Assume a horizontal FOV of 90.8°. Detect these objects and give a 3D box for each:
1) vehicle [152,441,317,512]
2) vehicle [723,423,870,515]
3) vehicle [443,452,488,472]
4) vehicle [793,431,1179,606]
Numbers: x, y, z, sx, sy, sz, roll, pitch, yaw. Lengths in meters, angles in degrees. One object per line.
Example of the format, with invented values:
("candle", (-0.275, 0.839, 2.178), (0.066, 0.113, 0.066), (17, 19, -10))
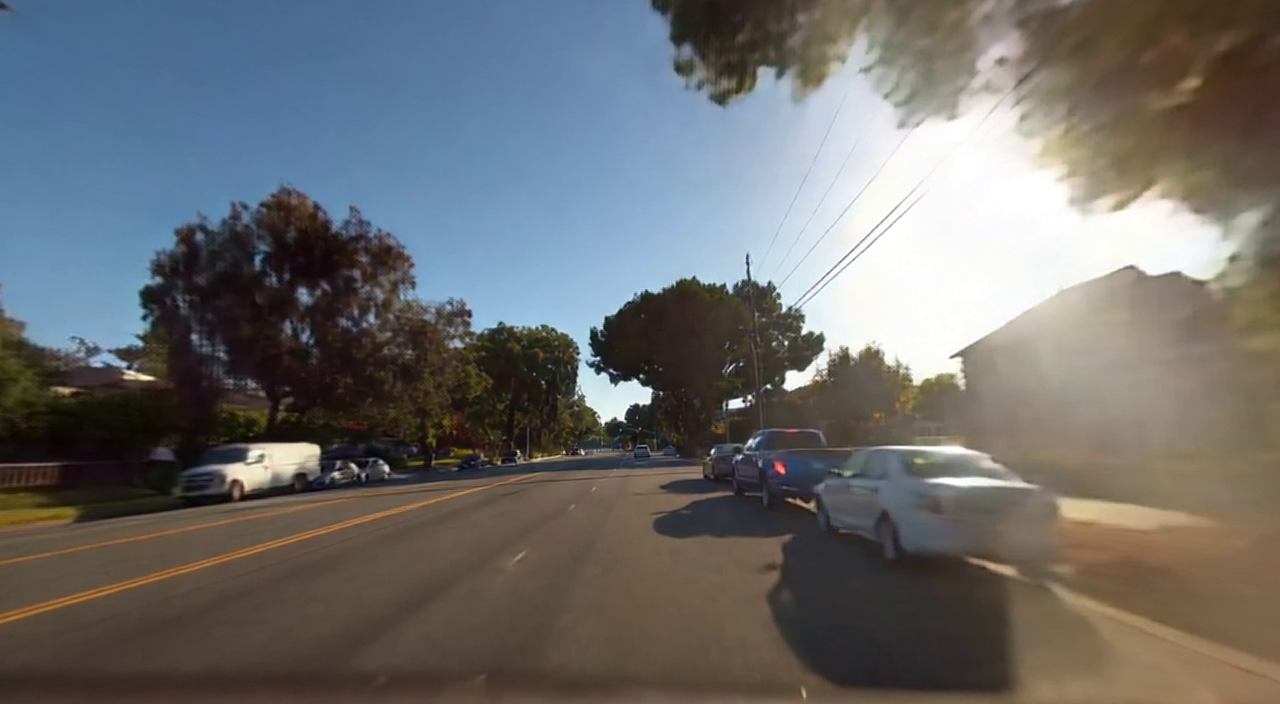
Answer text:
("vehicle", (-13.753, 4.218, 22.033), (2.155, 1.991, 5.722), (-3, -9, -2))
("vehicle", (3.483, 2.751, 15.374), (2.112, 1.802, 5.474), (0, -9, -1))
("vehicle", (-13.704, 8.648, 49.786), (1.901, 1.481, 4.636), (-1, -9, 4))
("vehicle", (3.611, 1.826, 8.062), (1.911, 1.471, 5.151), (0, -9, -2))
